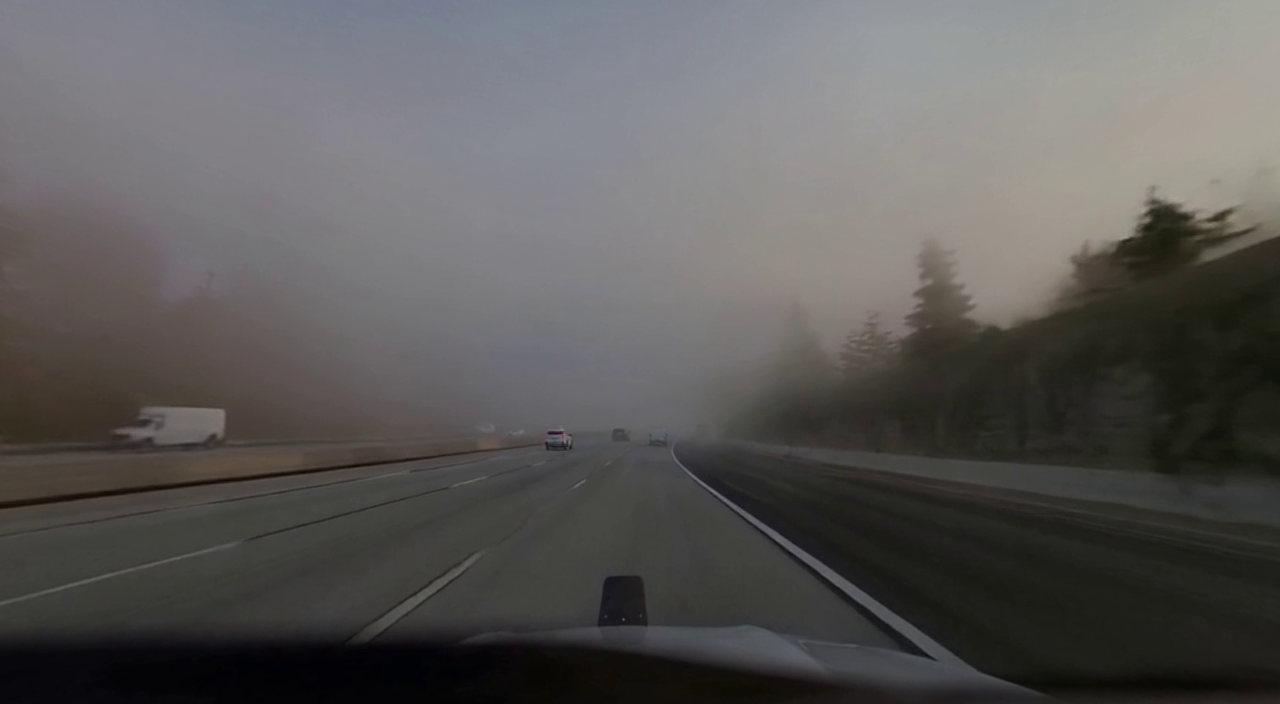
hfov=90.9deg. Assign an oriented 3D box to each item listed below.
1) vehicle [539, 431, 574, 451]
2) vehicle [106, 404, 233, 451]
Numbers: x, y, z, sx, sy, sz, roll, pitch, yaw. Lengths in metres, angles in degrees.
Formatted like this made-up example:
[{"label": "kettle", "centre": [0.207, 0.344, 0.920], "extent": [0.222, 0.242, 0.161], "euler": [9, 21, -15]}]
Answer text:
[{"label": "vehicle", "centre": [-6.443, 6.955, 49.109], "extent": [1.966, 1.488, 4.243], "euler": [-1, -8, 3]}, {"label": "vehicle", "centre": [-35.898, 5.959, 48.688], "extent": [2.966, 3.259, 8.509], "euler": [-1, -8, 2]}]
